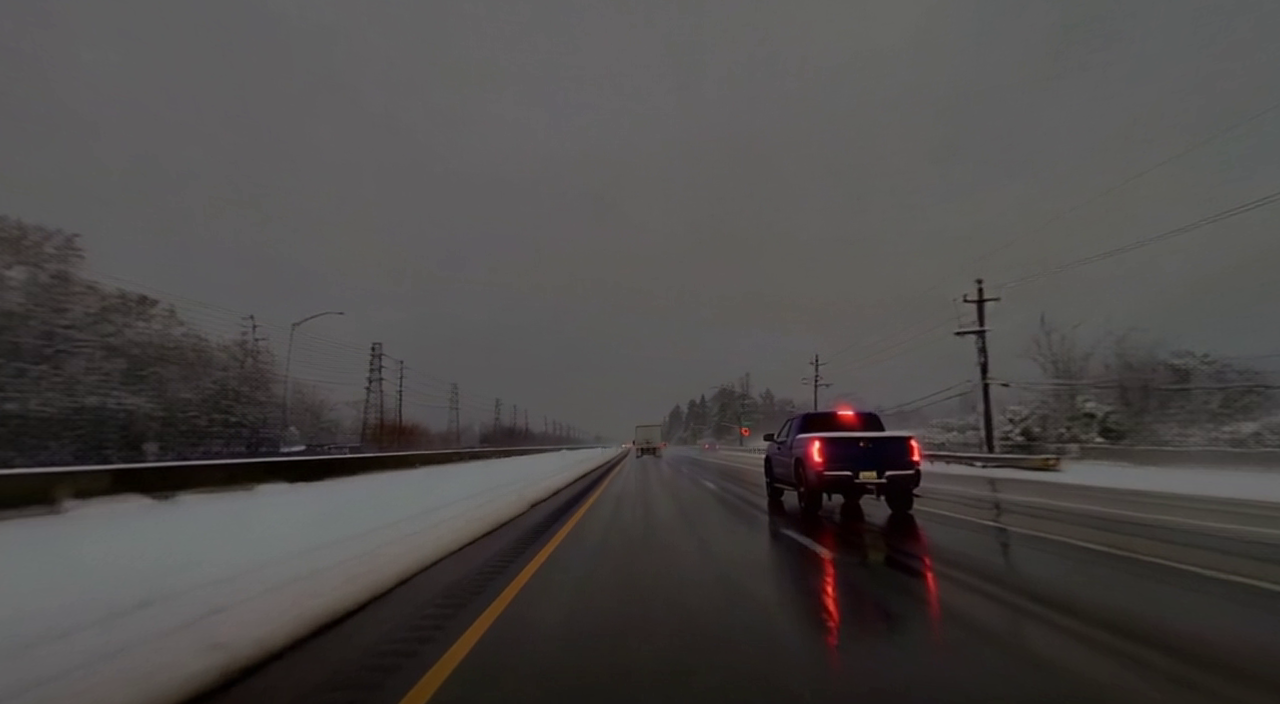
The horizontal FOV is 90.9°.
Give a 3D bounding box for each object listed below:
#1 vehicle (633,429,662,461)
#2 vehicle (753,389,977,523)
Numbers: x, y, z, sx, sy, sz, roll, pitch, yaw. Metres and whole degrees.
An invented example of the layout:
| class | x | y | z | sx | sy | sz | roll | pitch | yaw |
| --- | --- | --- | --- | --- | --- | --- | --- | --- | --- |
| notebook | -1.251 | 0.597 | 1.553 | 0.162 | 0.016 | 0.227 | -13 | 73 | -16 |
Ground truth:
| class | x | y | z | sx | sy | sz | roll | pitch | yaw |
| --- | --- | --- | --- | --- | --- | --- | --- | --- | --- |
| vehicle | 0.540 | 7.085 | 47.945 | 2.099 | 2.260 | 4.899 | 0 | -9 | 0 |
| vehicle | 4.180 | 2.127 | 13.185 | 2.594 | 2.155 | 5.670 | -1 | -9 | 0 |
